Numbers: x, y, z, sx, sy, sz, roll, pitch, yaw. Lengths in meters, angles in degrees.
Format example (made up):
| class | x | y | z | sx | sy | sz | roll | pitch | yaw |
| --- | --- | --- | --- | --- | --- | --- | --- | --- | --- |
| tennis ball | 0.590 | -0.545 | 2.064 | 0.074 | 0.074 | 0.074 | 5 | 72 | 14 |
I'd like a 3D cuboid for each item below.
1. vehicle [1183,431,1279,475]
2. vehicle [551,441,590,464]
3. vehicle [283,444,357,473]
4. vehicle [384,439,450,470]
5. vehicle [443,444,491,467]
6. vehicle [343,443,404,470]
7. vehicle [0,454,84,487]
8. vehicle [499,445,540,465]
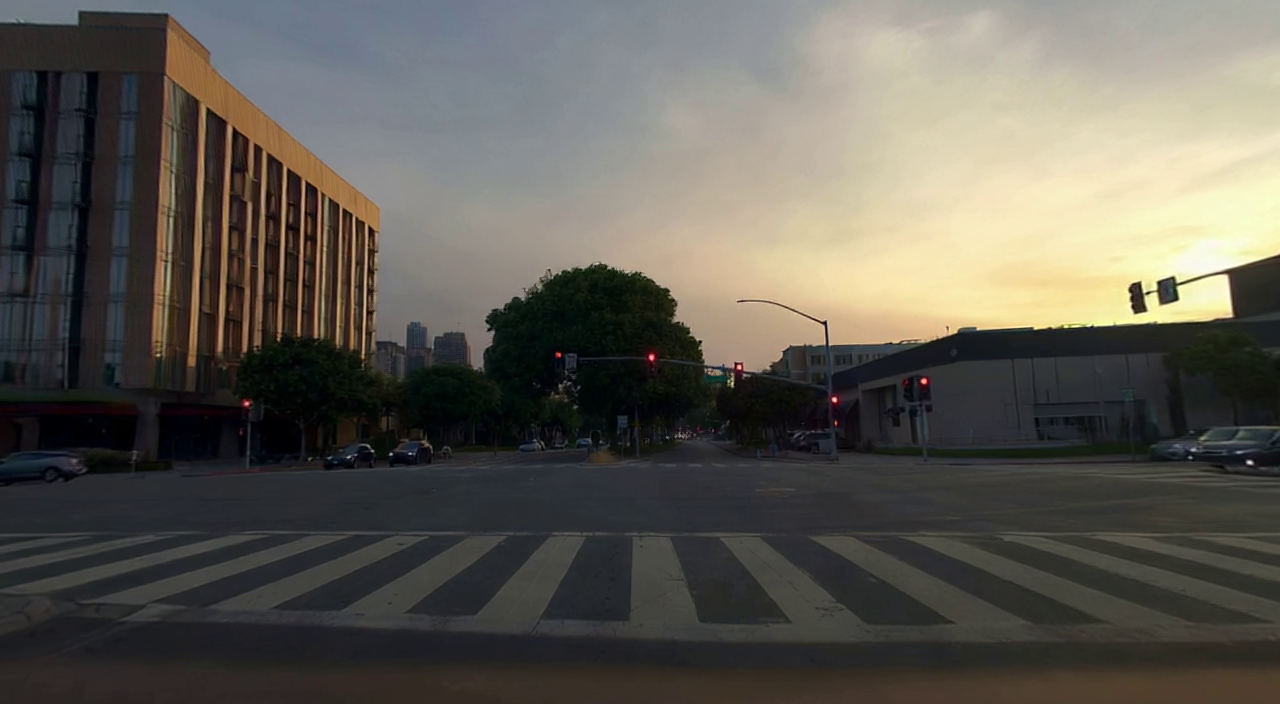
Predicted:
| class | x | y | z | sx | sy | sz | roll | pitch | yaw |
| --- | --- | --- | --- | --- | --- | --- | --- | --- | --- |
| vehicle | 22.316 | 3.551 | 22.251 | 4.474 | 1.477 | 1.908 | 0 | -9 | -3 |
| vehicle | -4.534 | 6.645 | 41.669 | 1.954 | 1.431 | 4.050 | -1 | -9 | 2 |
| vehicle | -21.698 | 7.217 | 42.968 | 2.032 | 1.839 | 4.884 | -1 | -9 | 7 |
| vehicle | -15.142 | 6.986 | 43.161 | 2.340 | 1.946 | 5.450 | 0 | -9 | 2 |
| vehicle | -11.641 | 6.998 | 42.724 | 1.911 | 1.476 | 4.297 | -1 | -9 | 2 |
| vehicle | -18.543 | 7.276 | 43.992 | 2.237 | 1.801 | 4.541 | 0 | -9 | 1 |
| vehicle | -29.617 | 5.589 | 29.754 | 4.512 | 1.436 | 1.899 | 4 | -10 | -27 |
| vehicle | -8.095 | 6.946 | 42.620 | 1.910 | 1.321 | 3.692 | 0 | -9 | 2 |
